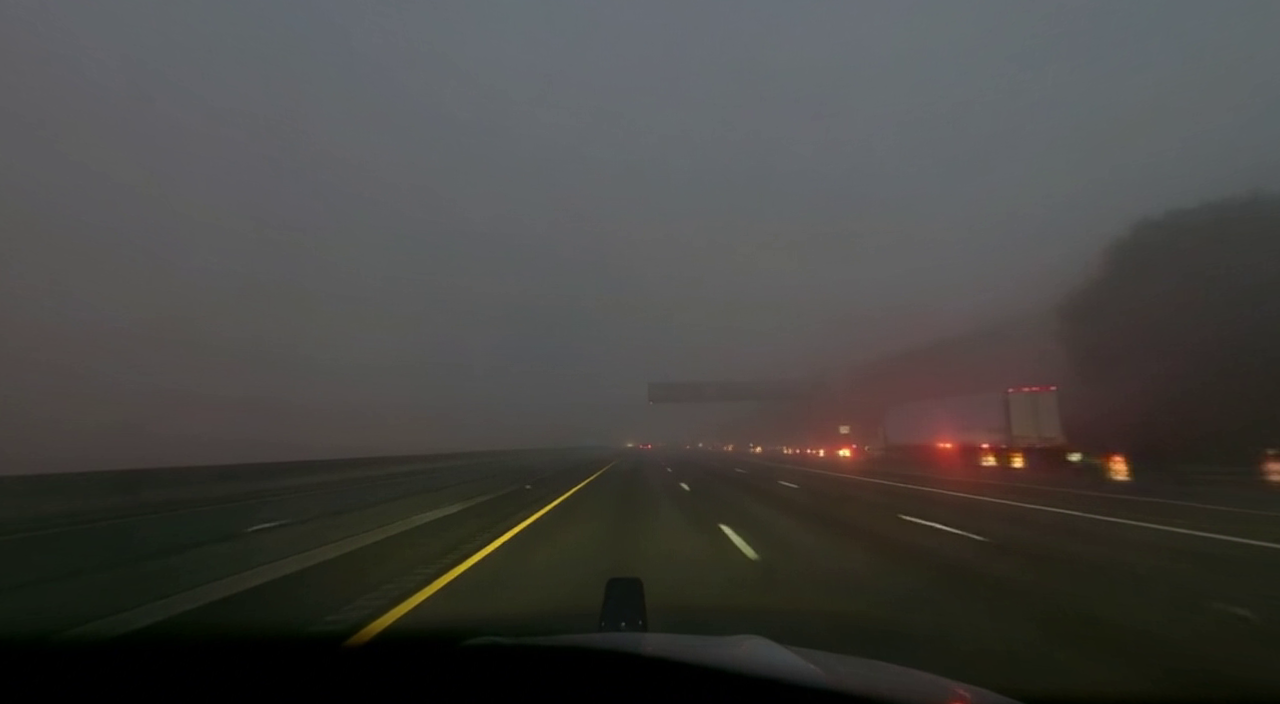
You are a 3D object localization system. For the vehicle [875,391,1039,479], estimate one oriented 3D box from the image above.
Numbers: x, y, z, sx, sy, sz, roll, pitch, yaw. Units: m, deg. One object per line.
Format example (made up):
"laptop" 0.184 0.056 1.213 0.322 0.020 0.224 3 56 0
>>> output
"vehicle" 13.197 3.609 27.205 2.905 3.106 7.417 -3 -8 -1
